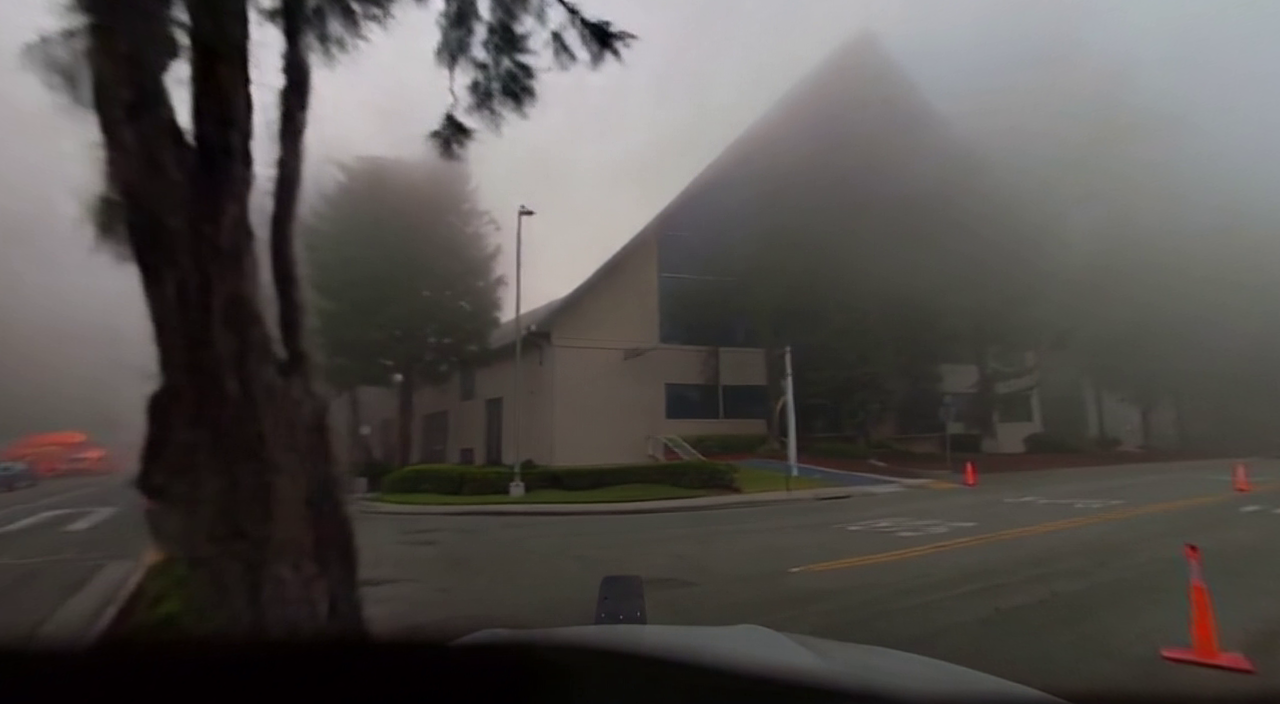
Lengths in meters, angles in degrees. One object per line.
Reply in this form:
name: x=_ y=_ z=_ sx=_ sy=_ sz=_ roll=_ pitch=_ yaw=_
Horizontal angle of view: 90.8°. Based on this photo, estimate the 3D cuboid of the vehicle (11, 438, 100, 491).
vehicle: x=-37.214 y=7.065 z=40.500 sx=2.510 sy=2.889 sz=6.493 roll=3 pitch=-7 yaw=-29

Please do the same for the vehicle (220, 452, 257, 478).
vehicle: x=-29.289 y=8.157 z=46.020 sx=2.110 sy=1.733 sz=4.028 roll=6 pitch=-10 yaw=-33
